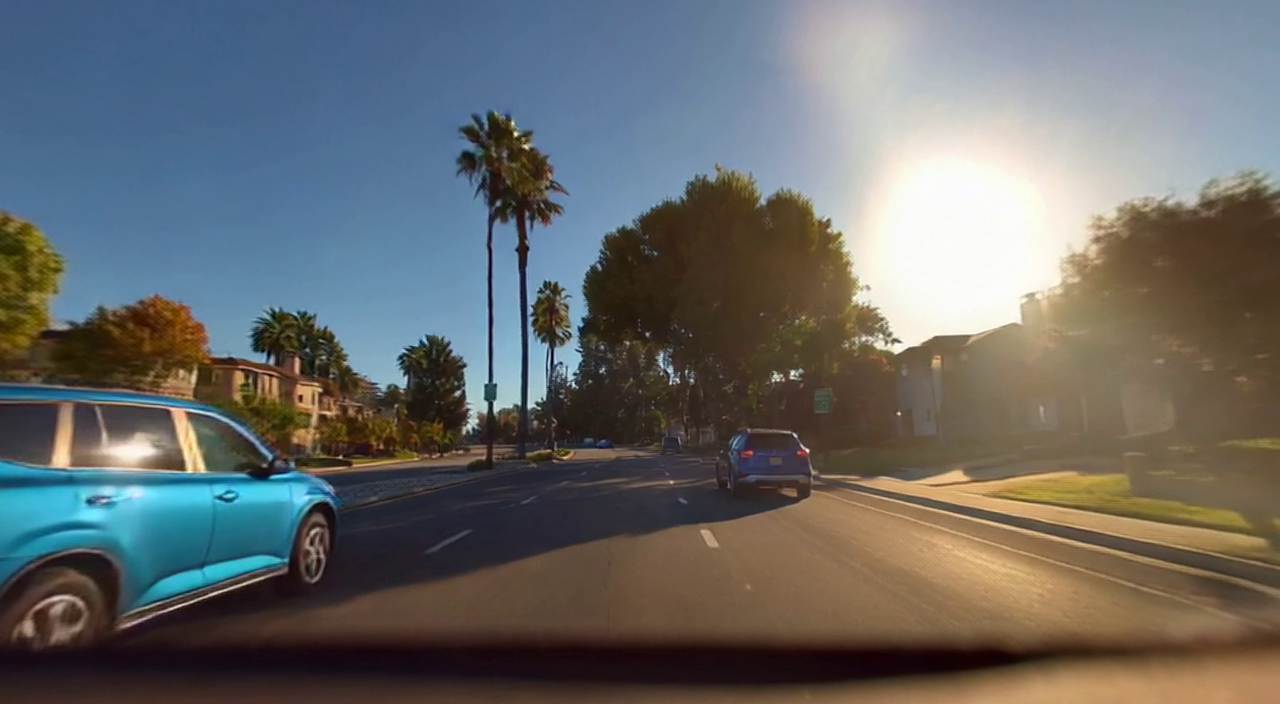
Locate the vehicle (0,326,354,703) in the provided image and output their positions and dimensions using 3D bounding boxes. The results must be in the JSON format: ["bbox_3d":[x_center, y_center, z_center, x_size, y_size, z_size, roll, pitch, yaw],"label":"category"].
[{"bbox_3d":[-3.888,0.897,3.590,2.150,1.768,4.868,0,-8,1],"label":"vehicle"}]

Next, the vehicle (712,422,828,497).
[{"bbox_3d":[3.427,2.939,17.593,2.195,1.804,4.658,0,-8,-1],"label":"vehicle"}]
